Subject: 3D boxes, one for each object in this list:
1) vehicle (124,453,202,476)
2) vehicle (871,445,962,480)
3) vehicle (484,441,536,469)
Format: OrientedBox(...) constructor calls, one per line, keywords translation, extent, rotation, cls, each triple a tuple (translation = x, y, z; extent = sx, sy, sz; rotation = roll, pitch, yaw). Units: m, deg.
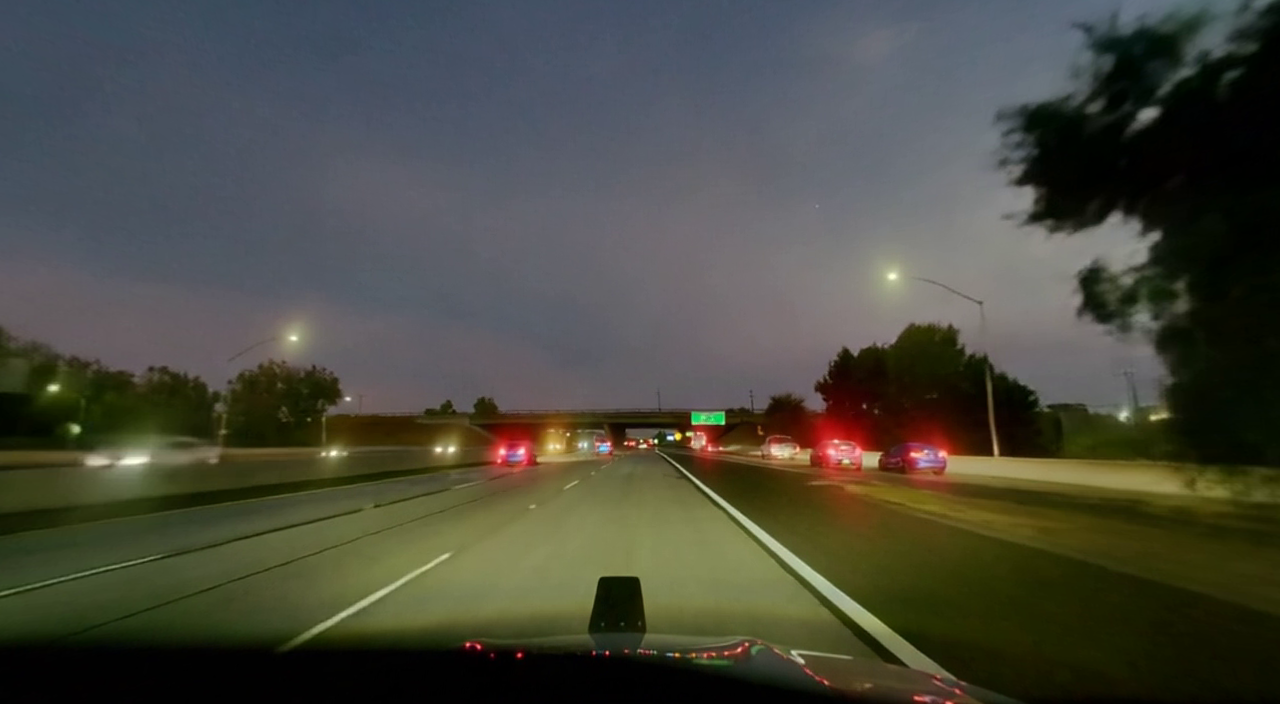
OrientedBox(translation=(-35.262, 8.308, 46.787), extent=(1.875, 1.460, 4.702), rotation=(-1, -8, 5), cls="vehicle")
OrientedBox(translation=(12.767, 5.098, 29.436), extent=(2.000, 1.515, 4.188), rotation=(1, -8, -6), cls="vehicle")
OrientedBox(translation=(-7.290, 5.805, 35.795), extent=(1.987, 1.486, 4.174), rotation=(-1, -8, 2), cls="vehicle")
